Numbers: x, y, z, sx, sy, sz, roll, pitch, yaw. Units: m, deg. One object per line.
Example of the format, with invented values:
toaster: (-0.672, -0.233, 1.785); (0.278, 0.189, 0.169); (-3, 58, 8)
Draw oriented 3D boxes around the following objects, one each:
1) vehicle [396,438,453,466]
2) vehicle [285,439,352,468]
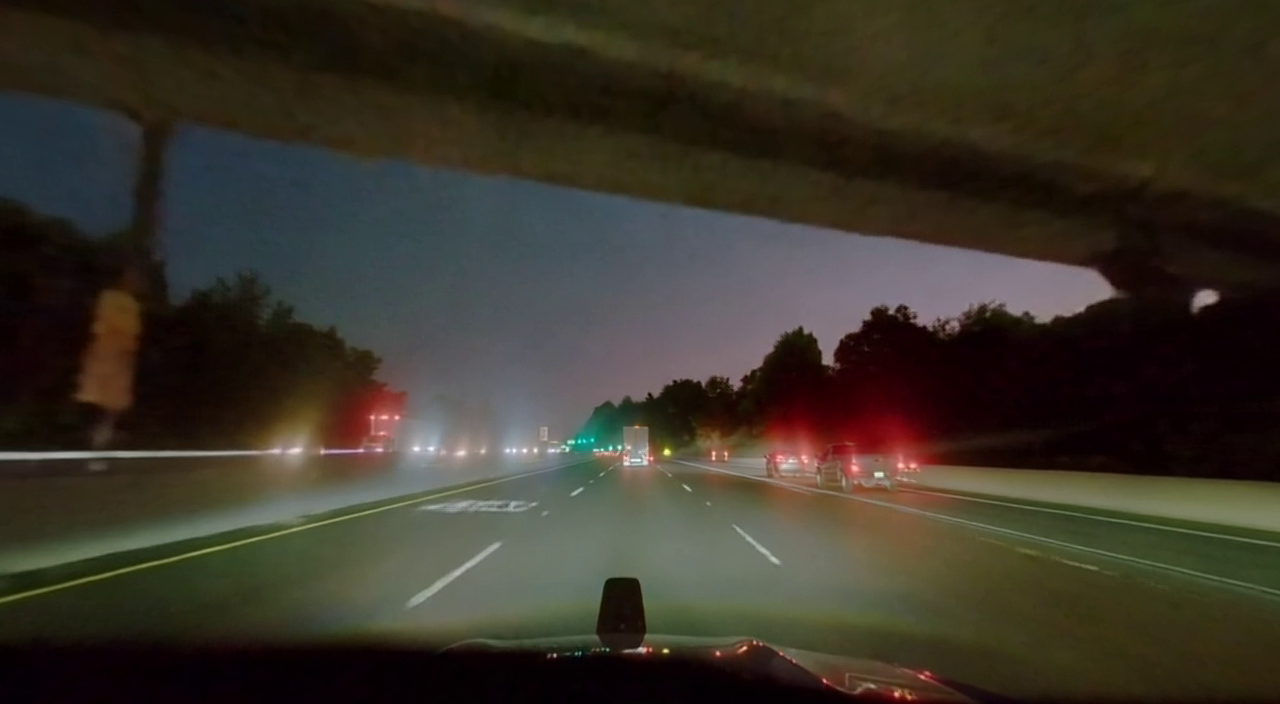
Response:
vehicle: (-12.059, 5.619, 35.455); (1.757, 1.476, 3.783); (0, -9, 1)
vehicle: (-15.790, 5.002, 31.105); (1.515, 1.370, 3.291); (0, -9, 1)
